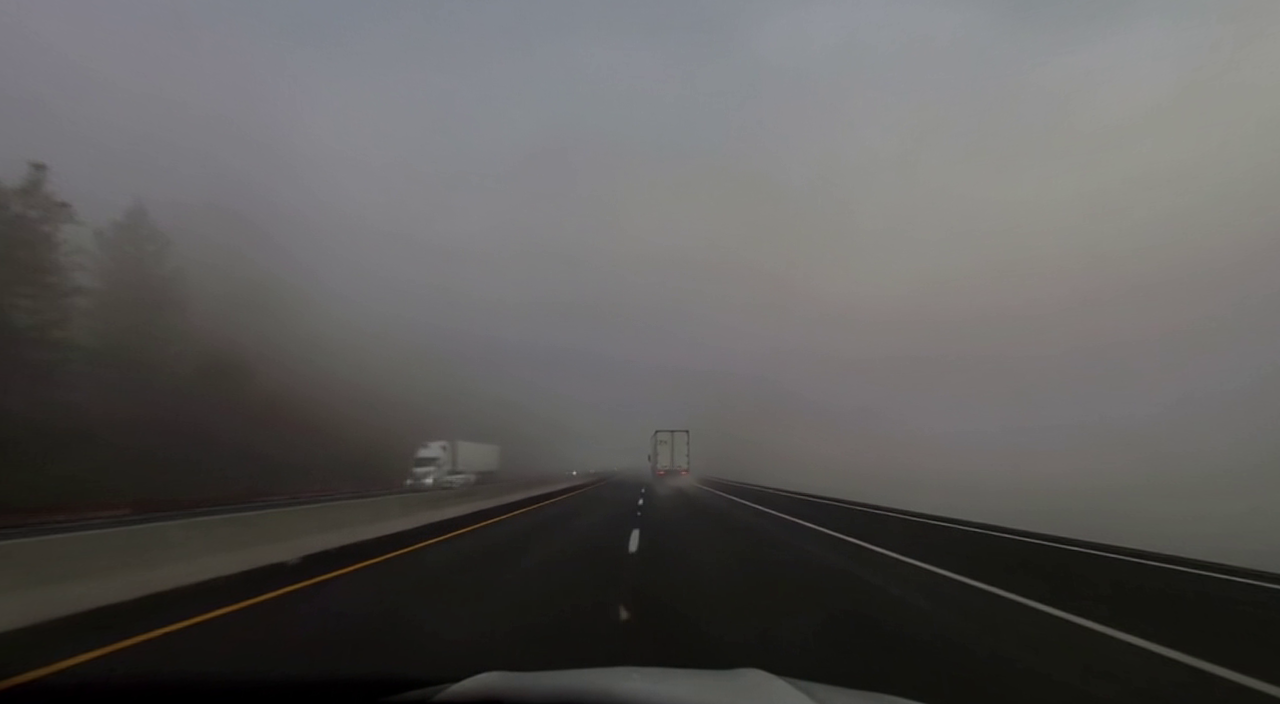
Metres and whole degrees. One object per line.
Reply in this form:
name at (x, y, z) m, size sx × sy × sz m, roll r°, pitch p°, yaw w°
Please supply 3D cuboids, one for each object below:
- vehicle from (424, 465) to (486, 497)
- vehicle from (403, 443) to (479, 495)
vehicle at (-9.510, 6.653, 32.732) m, size 1.910 × 1.539 × 4.131 m, roll 0°, pitch -10°, yaw 1°
vehicle at (-13.545, 8.077, 43.702) m, size 2.739 × 3.258 × 7.223 m, roll 0°, pitch -10°, yaw 1°
